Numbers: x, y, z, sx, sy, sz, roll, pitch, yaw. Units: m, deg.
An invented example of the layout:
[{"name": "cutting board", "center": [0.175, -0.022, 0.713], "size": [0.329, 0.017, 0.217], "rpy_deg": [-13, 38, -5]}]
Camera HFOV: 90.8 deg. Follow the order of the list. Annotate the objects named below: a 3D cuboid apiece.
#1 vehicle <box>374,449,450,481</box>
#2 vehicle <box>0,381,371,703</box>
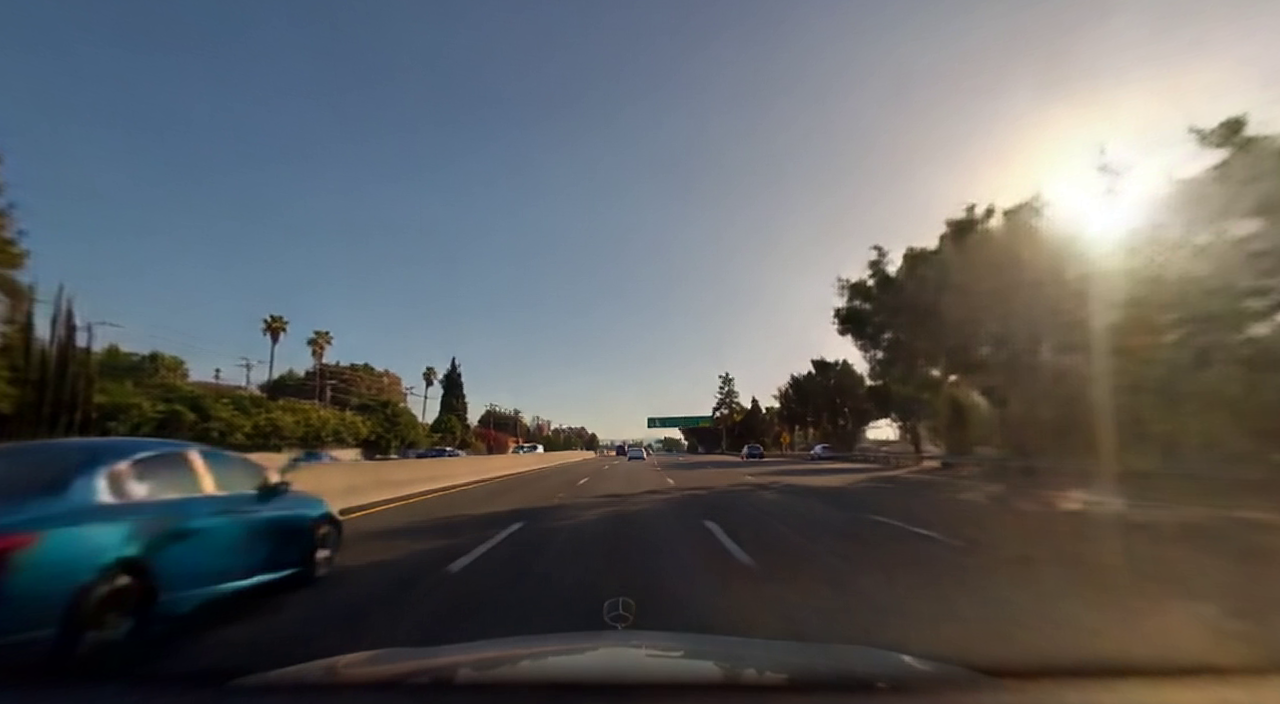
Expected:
[{"name": "vehicle", "center": [-11.203, 5.559, 31.415], "size": [2.122, 1.455, 4.530], "rpy_deg": [0, -9, 0]}, {"name": "vehicle", "center": [-3.770, 1.156, 4.152], "size": [1.996, 1.617, 4.637], "rpy_deg": [0, -9, -1]}]
